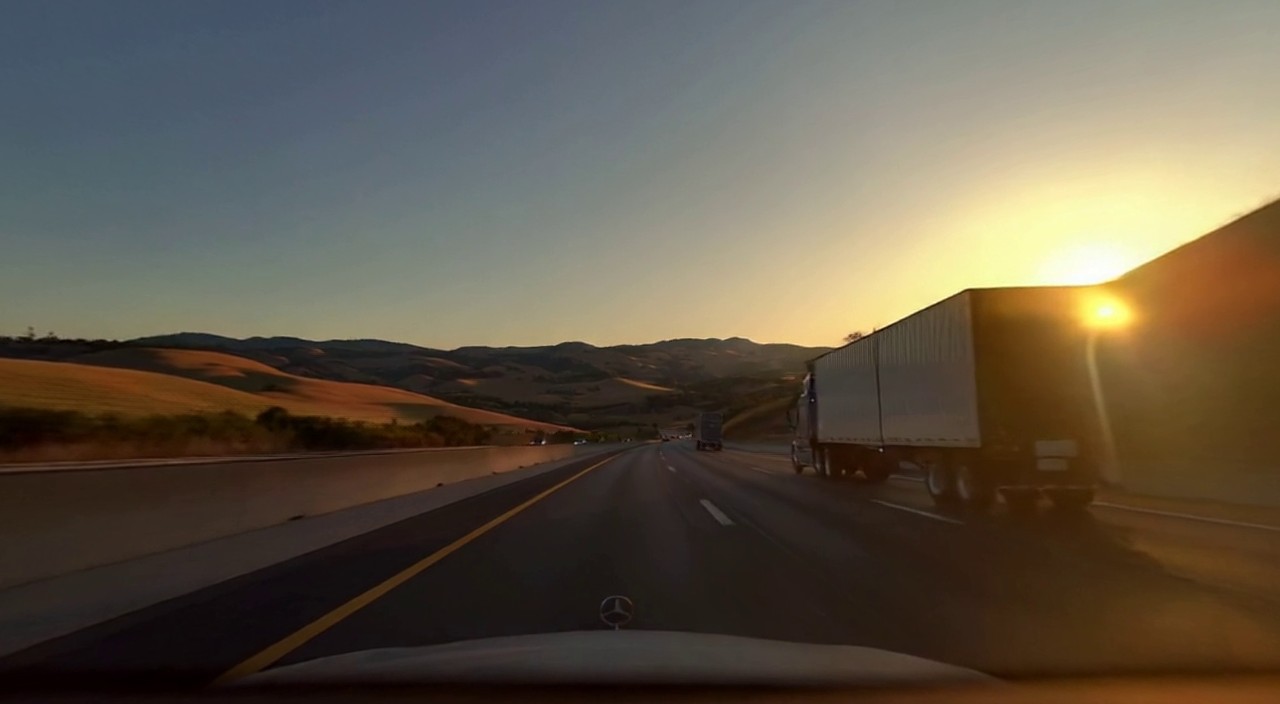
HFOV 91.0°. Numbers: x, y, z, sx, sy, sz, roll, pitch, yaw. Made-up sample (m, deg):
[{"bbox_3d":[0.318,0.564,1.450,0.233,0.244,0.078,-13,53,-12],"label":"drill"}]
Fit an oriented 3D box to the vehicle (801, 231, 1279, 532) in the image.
[{"bbox_3d":[7.252,1.315,15.446,2.885,4.075,13.981,0,-8,0],"label":"vehicle"}]
